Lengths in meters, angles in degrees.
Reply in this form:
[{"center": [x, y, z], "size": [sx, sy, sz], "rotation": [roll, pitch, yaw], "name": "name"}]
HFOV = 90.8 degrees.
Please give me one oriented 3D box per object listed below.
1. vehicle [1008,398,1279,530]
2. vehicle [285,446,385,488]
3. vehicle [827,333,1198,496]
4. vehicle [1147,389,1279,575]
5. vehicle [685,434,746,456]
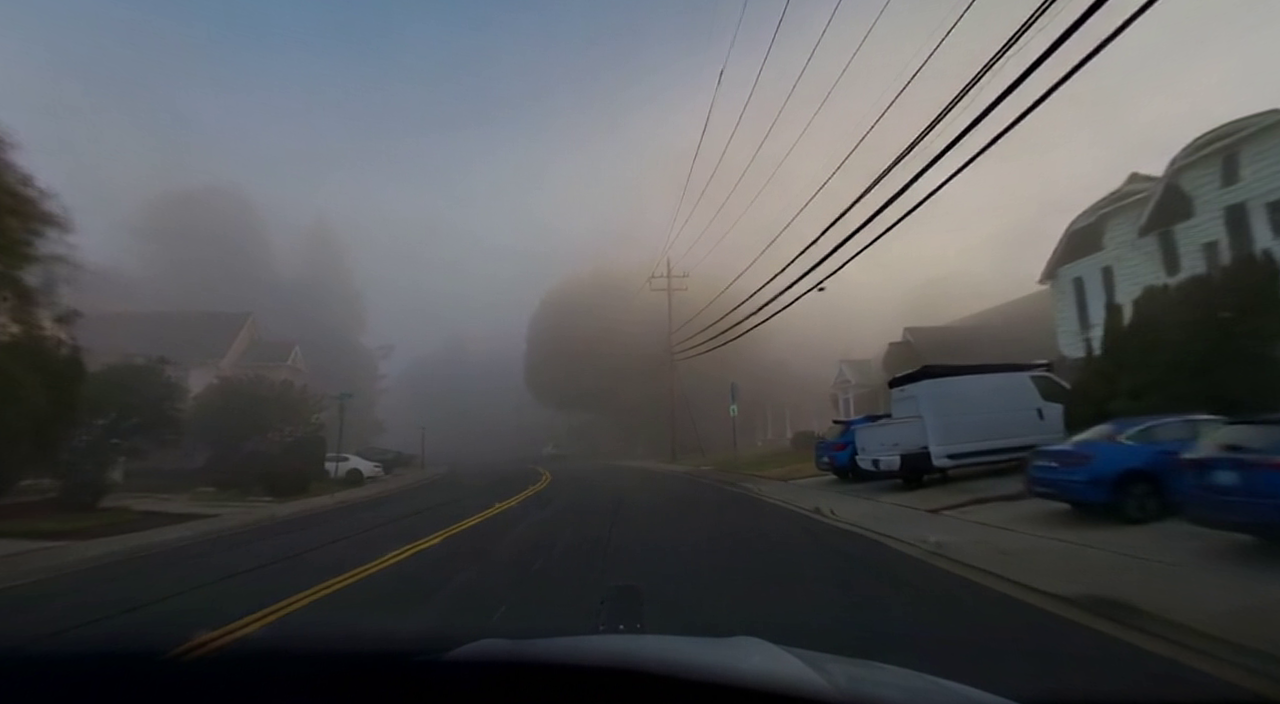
[{"center": [7.599, 1.495, 8.712], "size": [3.851, 1.581, 1.858], "rotation": [0, -8, -2], "name": "vehicle"}, {"center": [-12.619, 4.766, 26.503], "size": [2.390, 1.431, 4.253], "rotation": [0, -7, -5], "name": "vehicle"}, {"center": [8.484, 1.475, 14.922], "size": [7.115, 3.010, 2.378], "rotation": [-4, -8, -5], "name": "vehicle"}, {"center": [7.629, 1.040, 5.633], "size": [4.412, 1.565, 1.957], "rotation": [-3, -8, 0], "name": "vehicle"}, {"center": [5.895, 7.305, 49.749], "size": [4.566, 1.623, 1.906], "rotation": [0, -8, -2], "name": "vehicle"}]
